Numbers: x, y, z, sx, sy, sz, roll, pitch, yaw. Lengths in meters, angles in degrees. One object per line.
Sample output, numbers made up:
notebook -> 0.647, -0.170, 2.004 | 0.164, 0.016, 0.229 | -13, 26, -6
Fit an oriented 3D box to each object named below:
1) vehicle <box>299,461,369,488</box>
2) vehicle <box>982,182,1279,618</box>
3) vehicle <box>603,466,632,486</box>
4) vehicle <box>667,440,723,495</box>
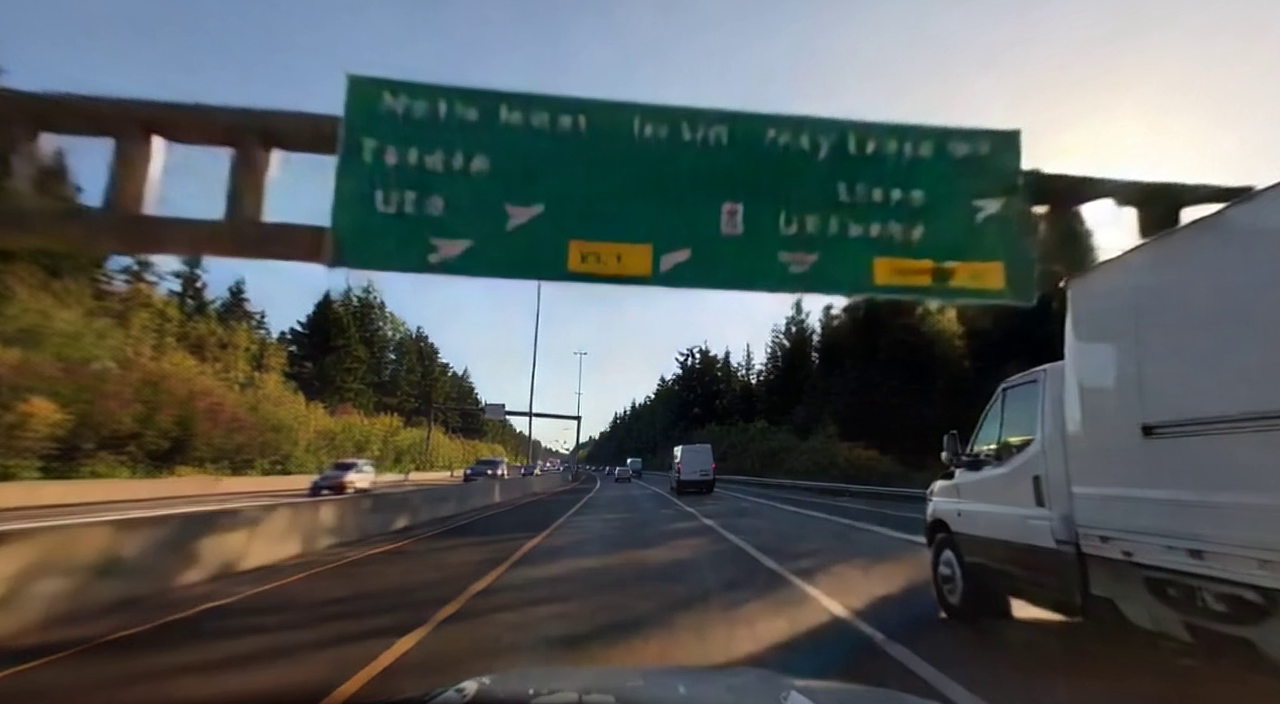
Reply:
vehicle -> -17.857, 7.181, 36.941 | 1.864, 1.427, 4.621 | 1, -10, -1
vehicle -> 7.570, 0.053, 3.725 | 2.866, 4.102, 14.351 | 1, -10, -1
vehicle -> -1.802, 9.768, 49.647 | 2.106, 1.524, 4.381 | 1, -10, -3
vehicle -> 2.844, 6.193, 33.752 | 2.291, 2.639, 5.280 | 1, -10, -2
